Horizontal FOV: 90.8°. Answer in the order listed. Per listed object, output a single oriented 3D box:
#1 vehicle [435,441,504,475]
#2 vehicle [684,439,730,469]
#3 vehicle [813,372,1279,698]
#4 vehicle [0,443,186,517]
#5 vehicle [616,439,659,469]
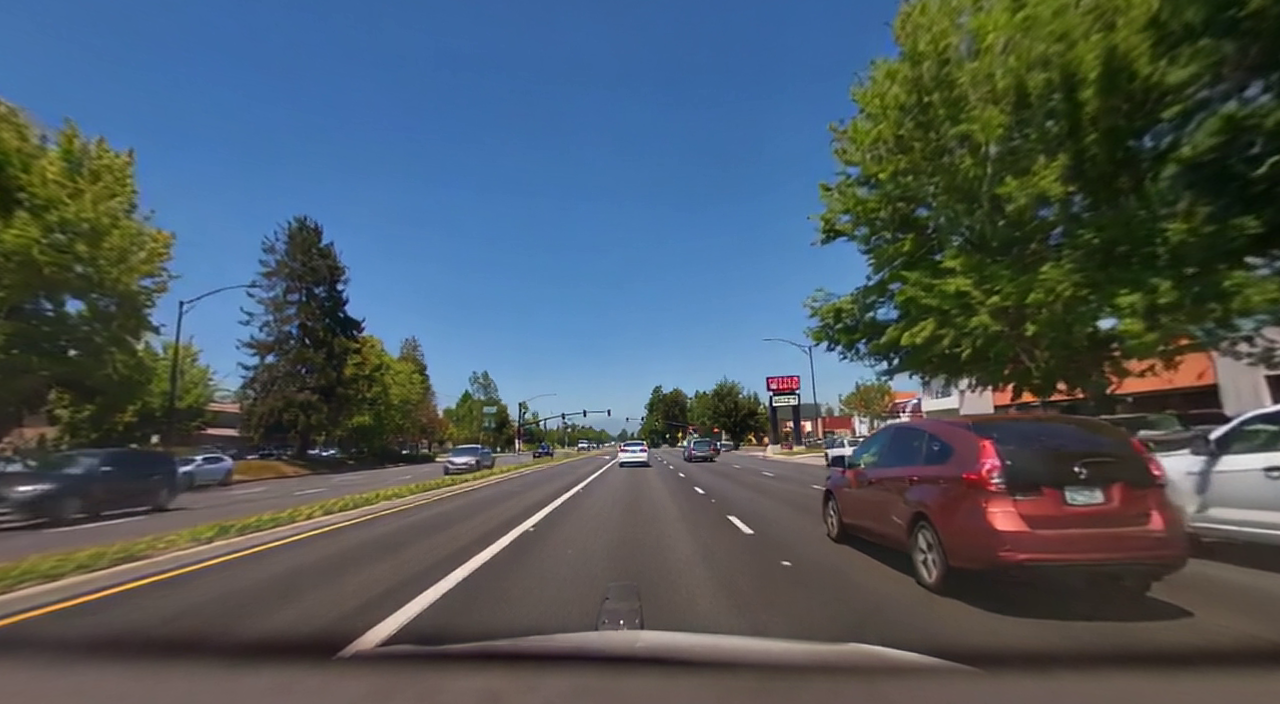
[{"bbox_3d":[-8.214,5.148,30.938,2.062,1.499,4.528,0,-8,1],"label":"vehicle"},{"bbox_3d":[3.448,5.307,33.116,1.889,1.473,4.303,0,-8,-1],"label":"vehicle"},{"bbox_3d":[3.148,1.235,5.440,2.022,1.643,4.326,0,-8,-1],"label":"vehicle"},{"bbox_3d":[-14.660,3.254,16.634,1.963,1.627,4.602,-1,-8,0],"label":"vehicle"},{"bbox_3d":[-0.114,5.328,33.228,2.135,1.468,4.076,0,-8,0],"label":"vehicle"}]
